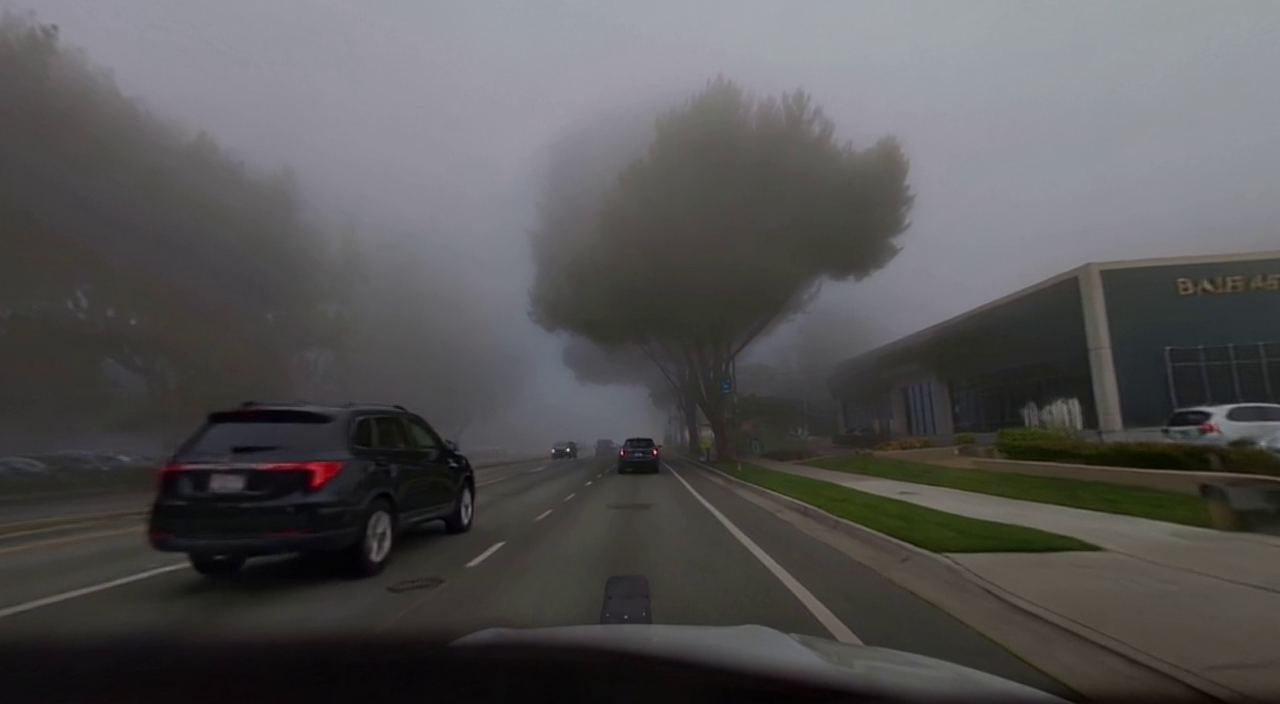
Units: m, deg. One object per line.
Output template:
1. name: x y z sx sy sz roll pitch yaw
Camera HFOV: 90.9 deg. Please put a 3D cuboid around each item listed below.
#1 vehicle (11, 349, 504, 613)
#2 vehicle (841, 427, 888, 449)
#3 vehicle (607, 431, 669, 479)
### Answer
1. vehicle: -3.507 1.358 7.583 2.358 1.990 5.447 0 -8 2
2. vehicle: 17.389 6.711 49.070 1.856 1.491 4.209 -4 -8 -3
3. vehicle: -0.017 3.825 23.599 2.108 1.612 4.246 0 -8 1
